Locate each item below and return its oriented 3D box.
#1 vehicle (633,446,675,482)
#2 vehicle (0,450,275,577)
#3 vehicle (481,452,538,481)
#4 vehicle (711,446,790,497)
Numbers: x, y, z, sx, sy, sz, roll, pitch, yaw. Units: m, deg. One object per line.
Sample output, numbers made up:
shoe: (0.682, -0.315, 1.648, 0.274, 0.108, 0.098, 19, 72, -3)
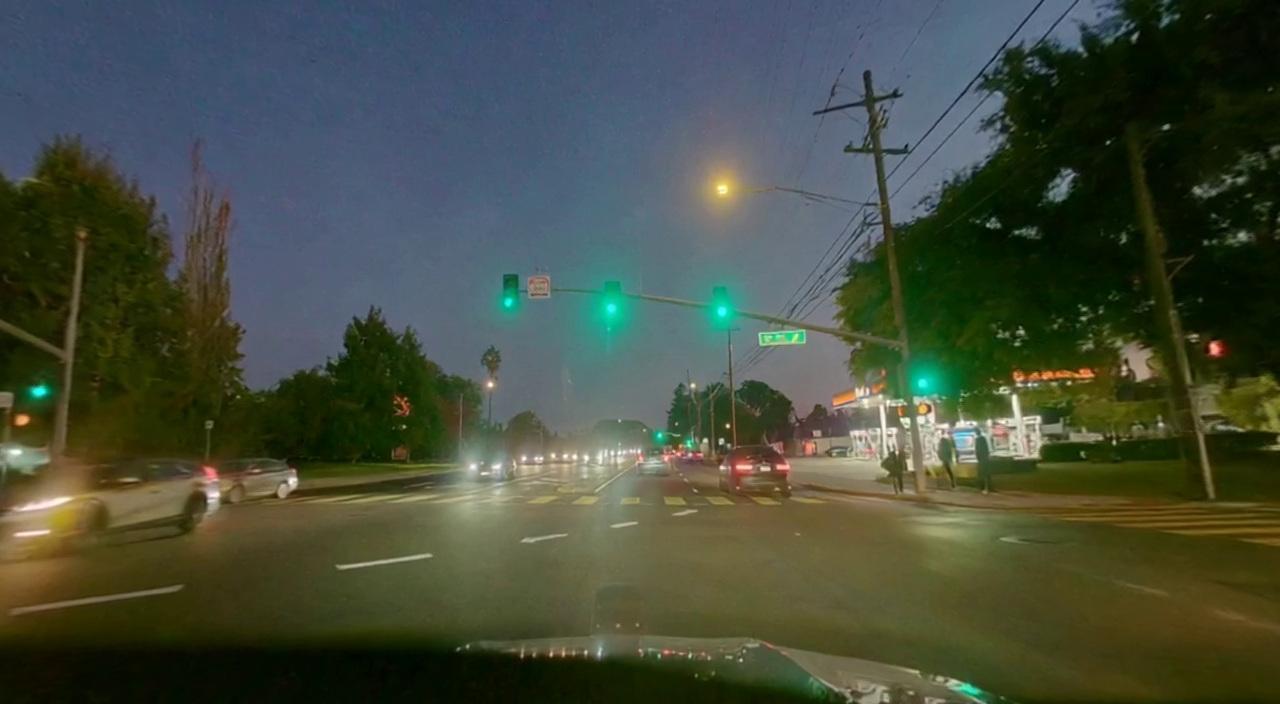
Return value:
vehicle: (0.780, 6.109, 34.743, 2.163, 1.825, 4.073, -1, -9, 1)
vehicle: (-8.070, 2.333, 9.956, 2.031, 1.512, 4.207, -1, -9, 2)
vehicle: (-7.480, 6.611, 36.727, 2.109, 1.525, 4.562, -1, -9, 3)
vehicle: (3.795, 4.172, 22.445, 1.990, 1.592, 4.294, -1, -9, 0)
